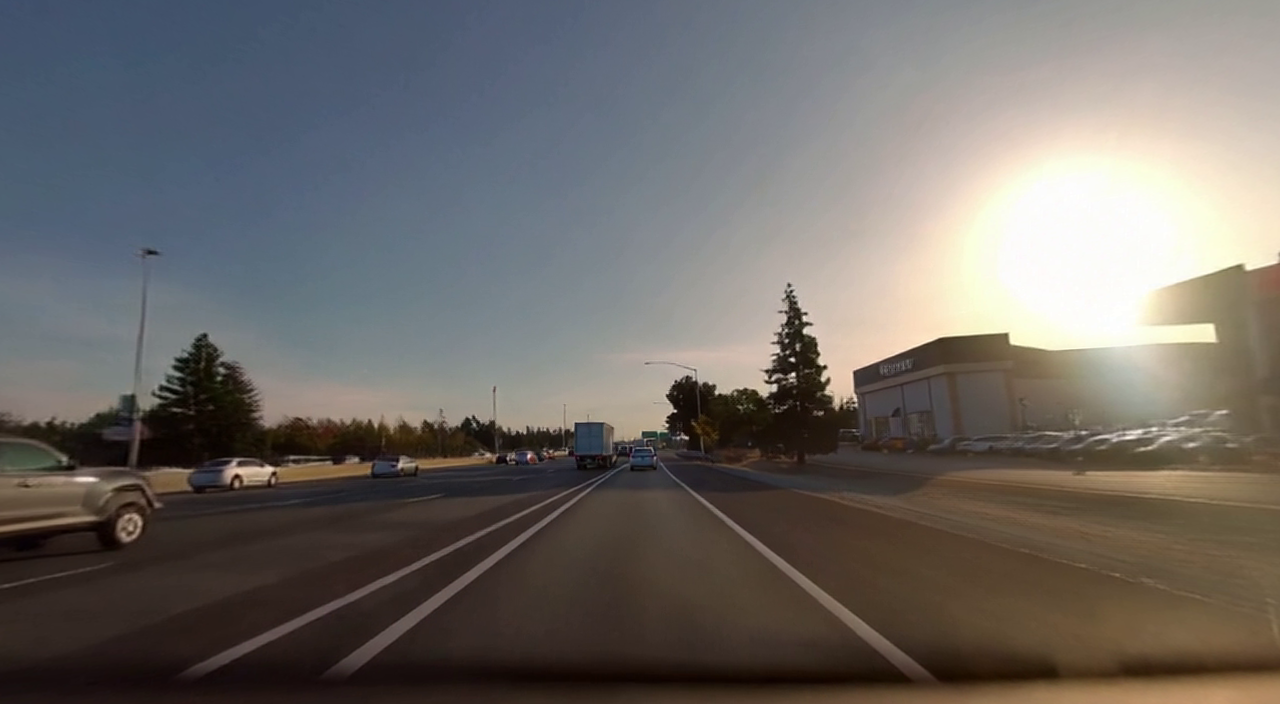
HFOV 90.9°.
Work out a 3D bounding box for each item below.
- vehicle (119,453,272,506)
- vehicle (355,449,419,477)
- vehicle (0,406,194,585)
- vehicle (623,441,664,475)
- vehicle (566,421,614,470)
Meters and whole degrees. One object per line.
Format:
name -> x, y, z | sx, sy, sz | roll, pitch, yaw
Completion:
vehicle -> -14.490, 4.136, 20.919 | 1.805, 1.508, 4.331 | 0, -8, 2
vehicle -> -17.073, 7.493, 42.833 | 2.076, 1.709, 4.893 | -1, -8, 3
vehicle -> -7.952, 1.589, 7.061 | 2.165, 1.903, 4.917 | 0, -8, 2
vehicle -> 0.219, 6.025, 36.064 | 2.227, 1.794, 4.646 | 0, -8, 1
vehicle -> -3.701, 7.213, 48.866 | 2.796, 3.426, 8.553 | 0, -8, 1
